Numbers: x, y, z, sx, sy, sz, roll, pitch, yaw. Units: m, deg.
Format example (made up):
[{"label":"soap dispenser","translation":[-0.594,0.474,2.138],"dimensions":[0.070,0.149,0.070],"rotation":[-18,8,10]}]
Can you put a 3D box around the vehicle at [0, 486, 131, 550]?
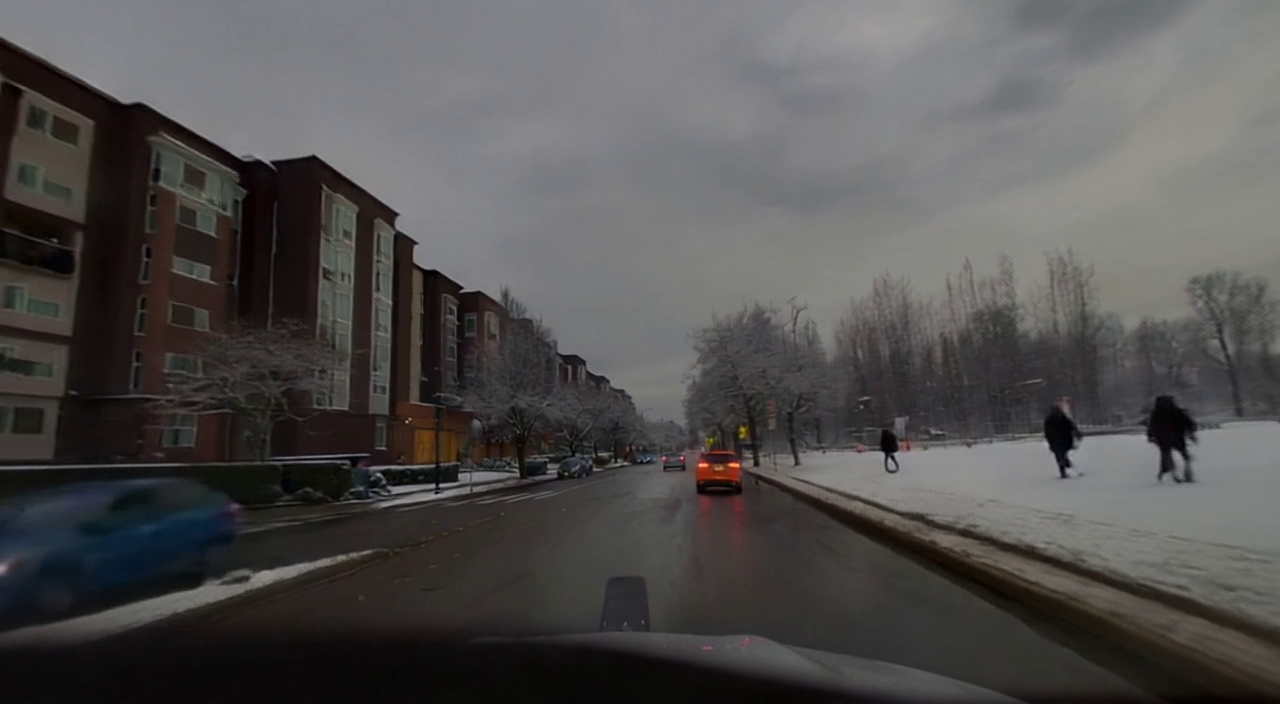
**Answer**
[{"label":"vehicle","translation":[-17.041,4.541,17.251],"dimensions":[4.607,1.409,2.116],"rotation":[7,-11,-41]}]

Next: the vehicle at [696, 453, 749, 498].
[{"label":"vehicle","translation":[2.769,4.187,21.583],"dimensions":[1.559,1.351,2.452],"rotation":[-4,-10,4]}]
